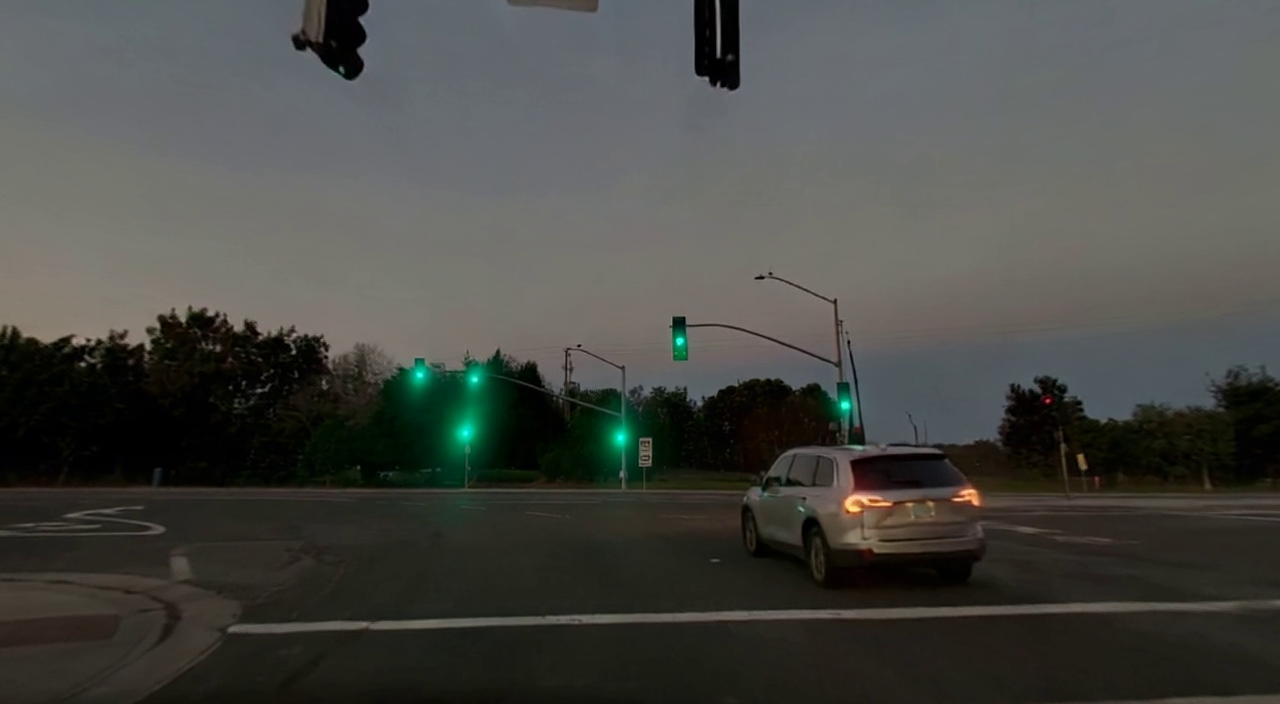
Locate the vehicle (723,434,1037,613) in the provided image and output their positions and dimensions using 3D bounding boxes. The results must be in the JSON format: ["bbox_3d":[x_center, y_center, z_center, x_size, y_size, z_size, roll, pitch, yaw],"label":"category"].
[{"bbox_3d":[2.603,1.937,8.171,1.938,1.648,4.211,1,-9,-8],"label":"vehicle"}]
